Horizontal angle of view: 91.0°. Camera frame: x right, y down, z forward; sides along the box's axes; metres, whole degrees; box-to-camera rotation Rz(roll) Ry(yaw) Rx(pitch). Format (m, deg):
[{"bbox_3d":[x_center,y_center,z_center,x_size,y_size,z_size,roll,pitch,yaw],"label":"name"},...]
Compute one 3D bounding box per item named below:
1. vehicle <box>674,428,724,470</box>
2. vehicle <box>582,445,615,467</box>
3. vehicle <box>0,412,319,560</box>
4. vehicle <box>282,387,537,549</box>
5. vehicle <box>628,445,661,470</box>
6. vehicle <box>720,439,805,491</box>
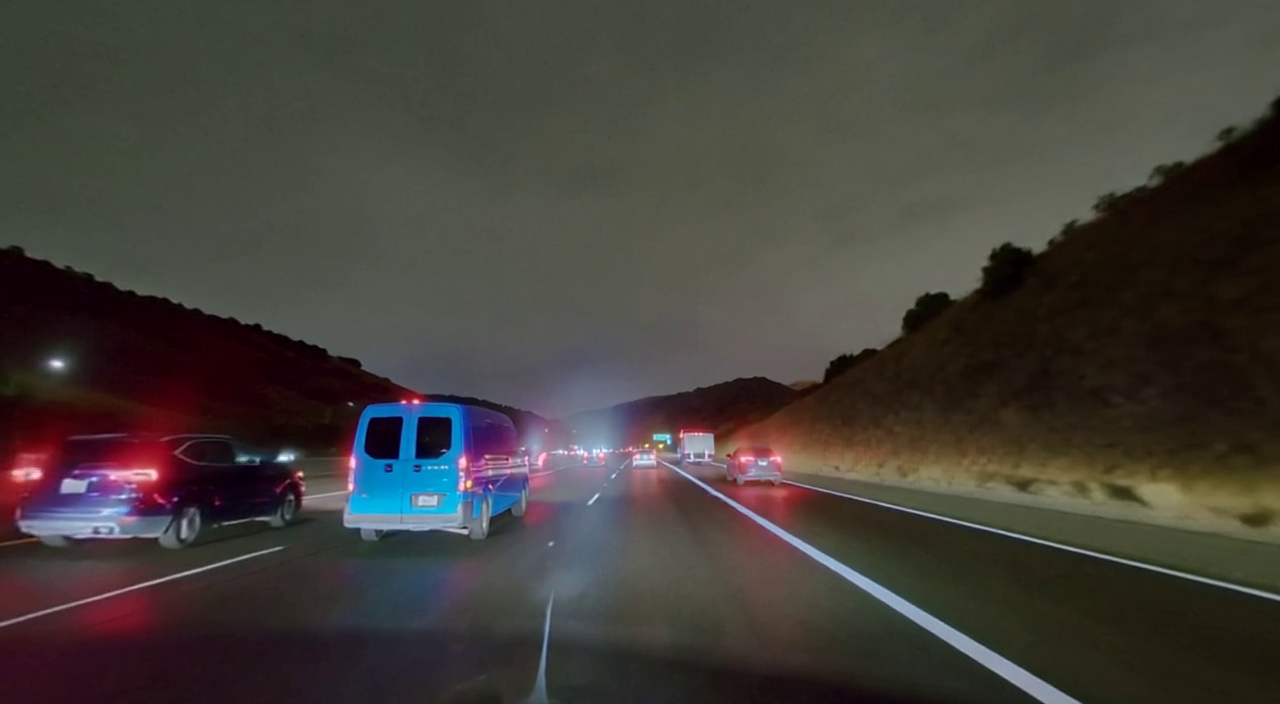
[{"bbox_3d":[4.096,6.991,45.207,2.877,2.730,7.831,0,-9,0],"label":"vehicle"},{"bbox_3d":[-3.101,7.911,48.162,2.138,1.581,4.340,0,-9,1],"label":"vehicle"},{"bbox_3d":[-7.411,1.960,9.925,2.054,1.715,4.928,0,-9,0],"label":"vehicle"},{"bbox_3d":[-3.626,2.026,11.567,2.421,2.203,5.775,0,-9,1],"label":"vehicle"},{"bbox_3d":[0.299,6.864,41.246,2.014,1.543,3.804,0,-9,0],"label":"vehicle"},{"bbox_3d":[4.086,3.848,21.776,2.051,1.598,4.145,0,-9,-1],"label":"vehicle"}]
